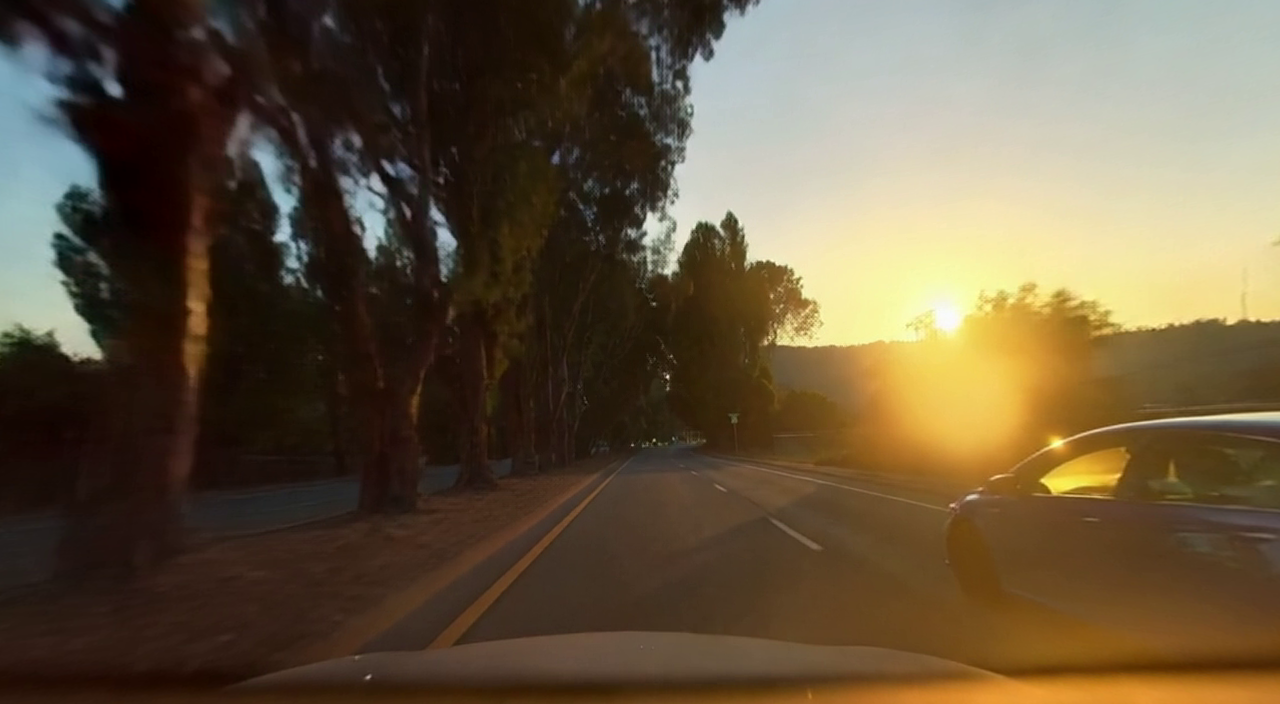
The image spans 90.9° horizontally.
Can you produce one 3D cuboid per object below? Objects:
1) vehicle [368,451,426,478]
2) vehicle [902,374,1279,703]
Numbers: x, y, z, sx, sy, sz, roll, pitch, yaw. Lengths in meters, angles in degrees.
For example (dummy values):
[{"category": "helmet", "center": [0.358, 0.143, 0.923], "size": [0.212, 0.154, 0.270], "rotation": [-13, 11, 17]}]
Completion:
[{"category": "vehicle", "center": [-15.832, 7.325, 41.253], "size": [1.893, 1.571, 4.390], "rotation": [-1, -8, 2]}, {"category": "vehicle", "center": [3.392, 0.972, 3.222], "size": [2.061, 1.503, 4.823], "rotation": [0, -8, 0]}]
